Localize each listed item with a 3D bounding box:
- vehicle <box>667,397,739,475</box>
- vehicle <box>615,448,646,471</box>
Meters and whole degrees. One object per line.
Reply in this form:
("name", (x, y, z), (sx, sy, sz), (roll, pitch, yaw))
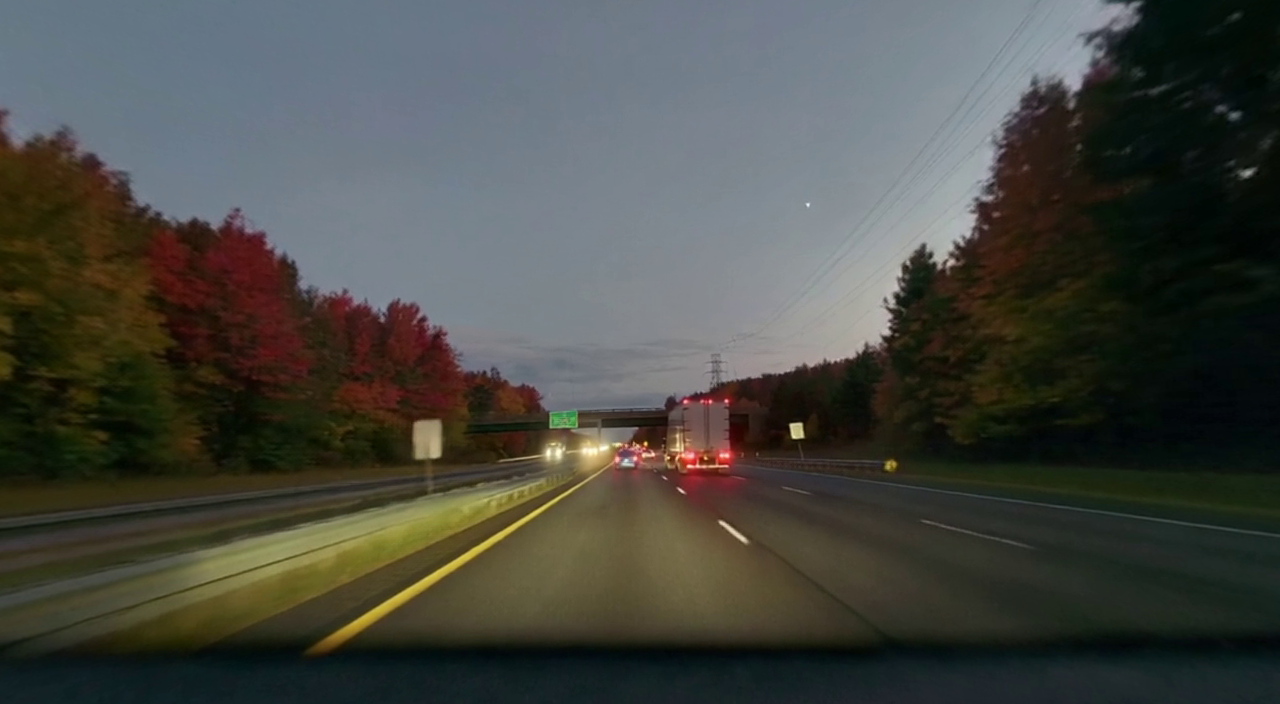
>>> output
("vehicle", (3.752, 5.759, 41.738), (2.956, 4.281, 14.327), (0, -9, -1))
("vehicle", (-0.651, 7.188, 42.012), (1.961, 1.454, 3.755), (0, -9, -1))
